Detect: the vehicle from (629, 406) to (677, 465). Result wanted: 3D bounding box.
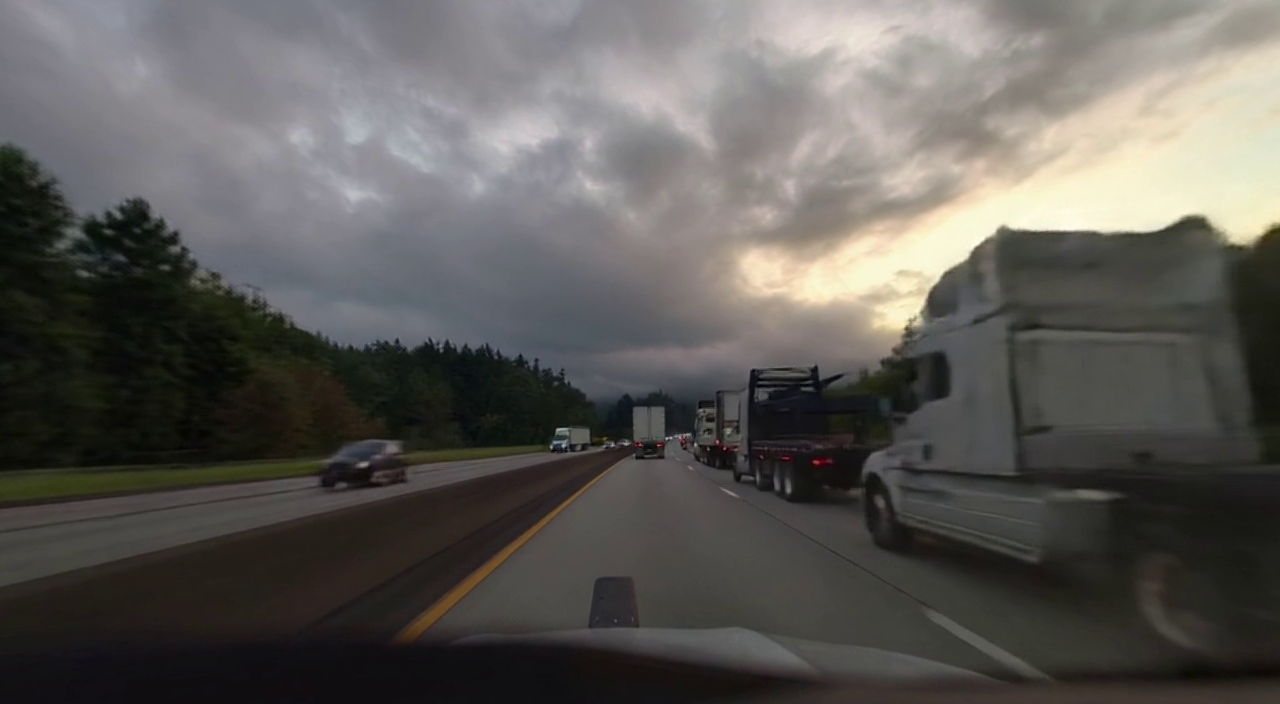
[{"bbox_3d":[0.818,5.228,39.172,2.644,3.247,7.454,-1,-8,1],"label":"vehicle"}]

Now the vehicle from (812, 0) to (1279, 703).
[{"bbox_3d":[4.481,0.162,6.409,2.860,4.036,8.586,0,-8,-1],"label":"vehicle"}]

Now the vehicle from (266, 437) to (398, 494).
[{"bbox_3d":[-8.672,3.199,18.172,1.829,1.406,3.980,0,-8,-1],"label":"vehicle"}]
